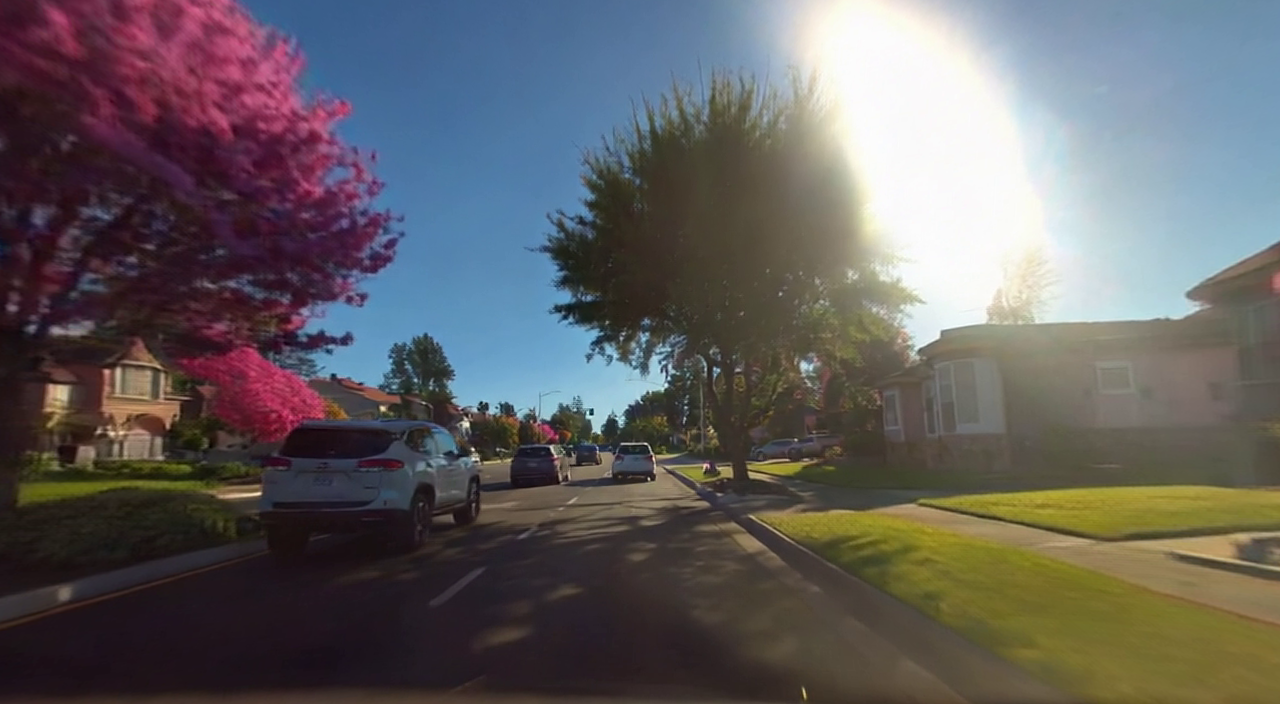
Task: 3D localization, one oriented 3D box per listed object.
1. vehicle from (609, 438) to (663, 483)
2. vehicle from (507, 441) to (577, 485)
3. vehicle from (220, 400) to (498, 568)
[{"bbox_3d":[-0.154,4.250,25.036,1.997,1.636,3.760,0,-8,0],"label":"vehicle"},{"bbox_3d":[-3.762,4.326,24.912,2.066,1.565,3.905,0,-8,1],"label":"vehicle"},{"bbox_3d":[-3.807,1.880,9.805,2.161,1.919,4.798,0,-8,-1],"label":"vehicle"}]
